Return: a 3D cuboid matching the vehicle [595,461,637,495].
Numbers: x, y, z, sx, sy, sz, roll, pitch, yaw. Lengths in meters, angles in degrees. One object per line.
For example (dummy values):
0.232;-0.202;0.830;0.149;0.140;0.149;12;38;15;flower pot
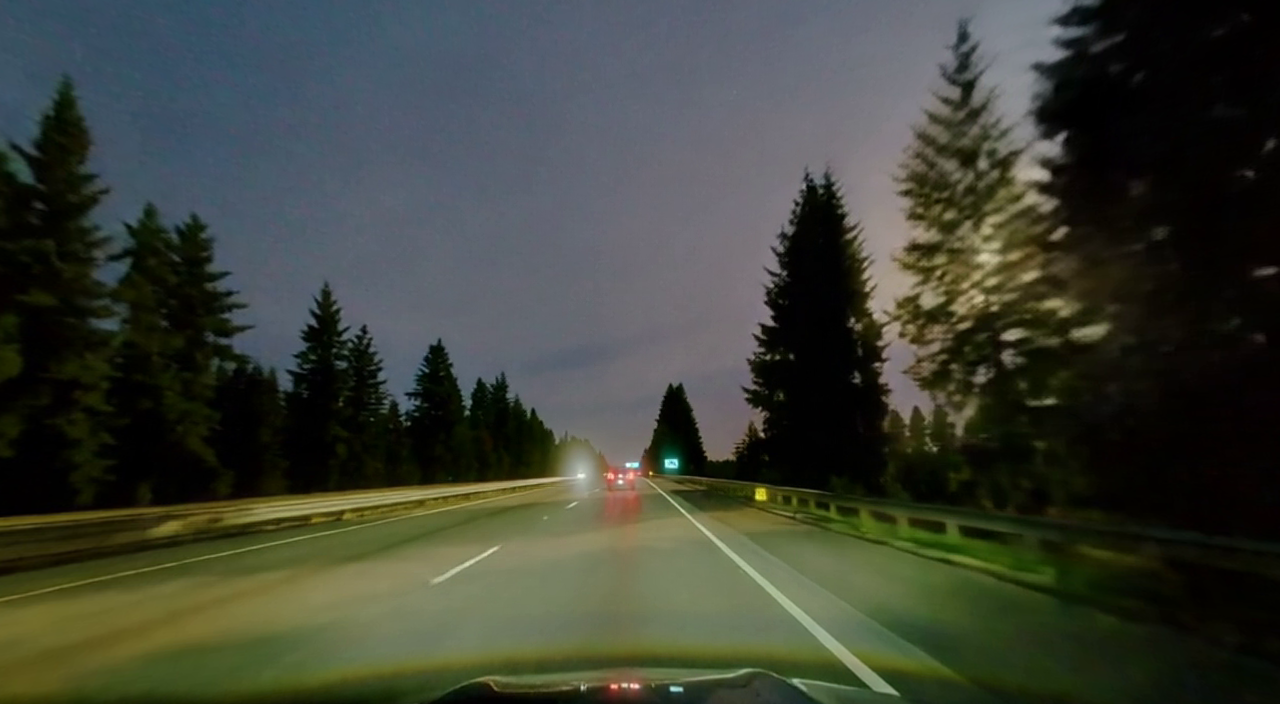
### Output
-1.251;6.891;34.625;2.107;1.668;4.554;1;-11;0;vehicle
